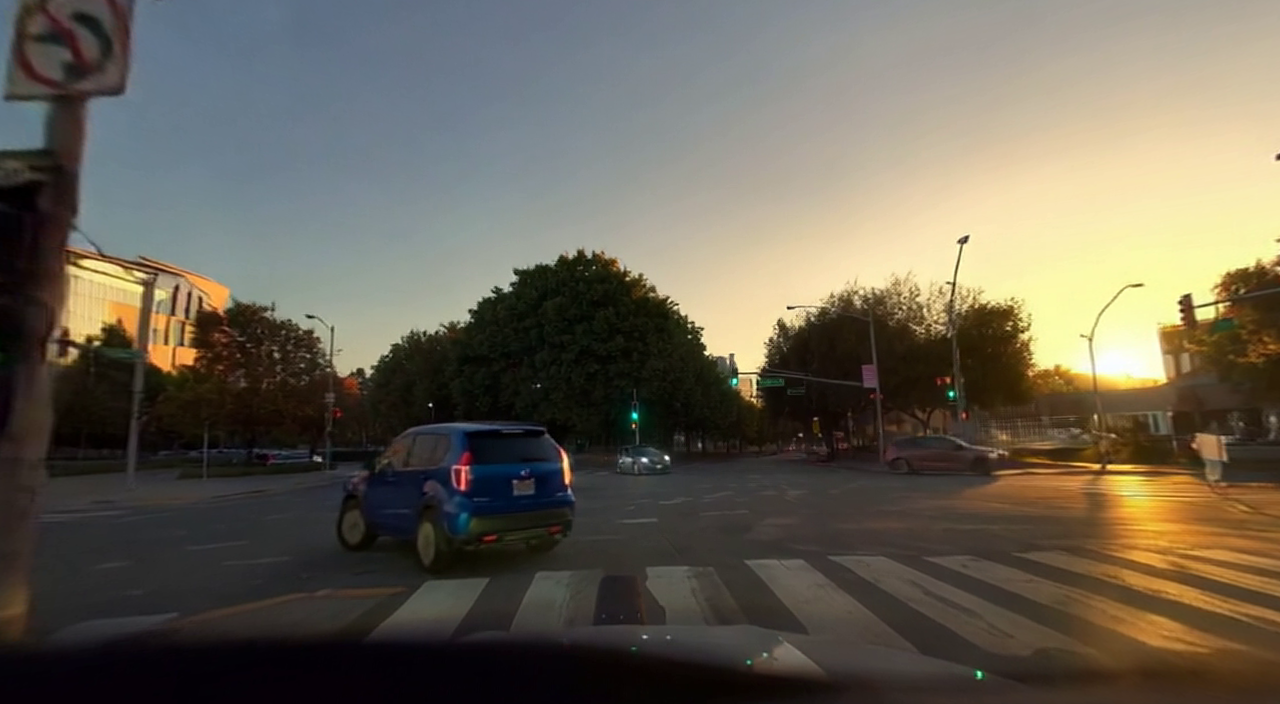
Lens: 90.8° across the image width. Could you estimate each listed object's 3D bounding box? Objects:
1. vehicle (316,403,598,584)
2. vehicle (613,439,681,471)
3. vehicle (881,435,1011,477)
[{"bbox_3d":[-2.648,1.747,8.605,2.085,1.807,4.038,7,-11,-41],"label":"vehicle"},{"bbox_3d":[0.311,5.768,35.552,1.998,1.674,4.652,4,-9,-24],"label":"vehicle"},{"bbox_3d":[12.443,4.235,25.922,4.529,1.604,2.130,-4,-9,25],"label":"vehicle"}]
